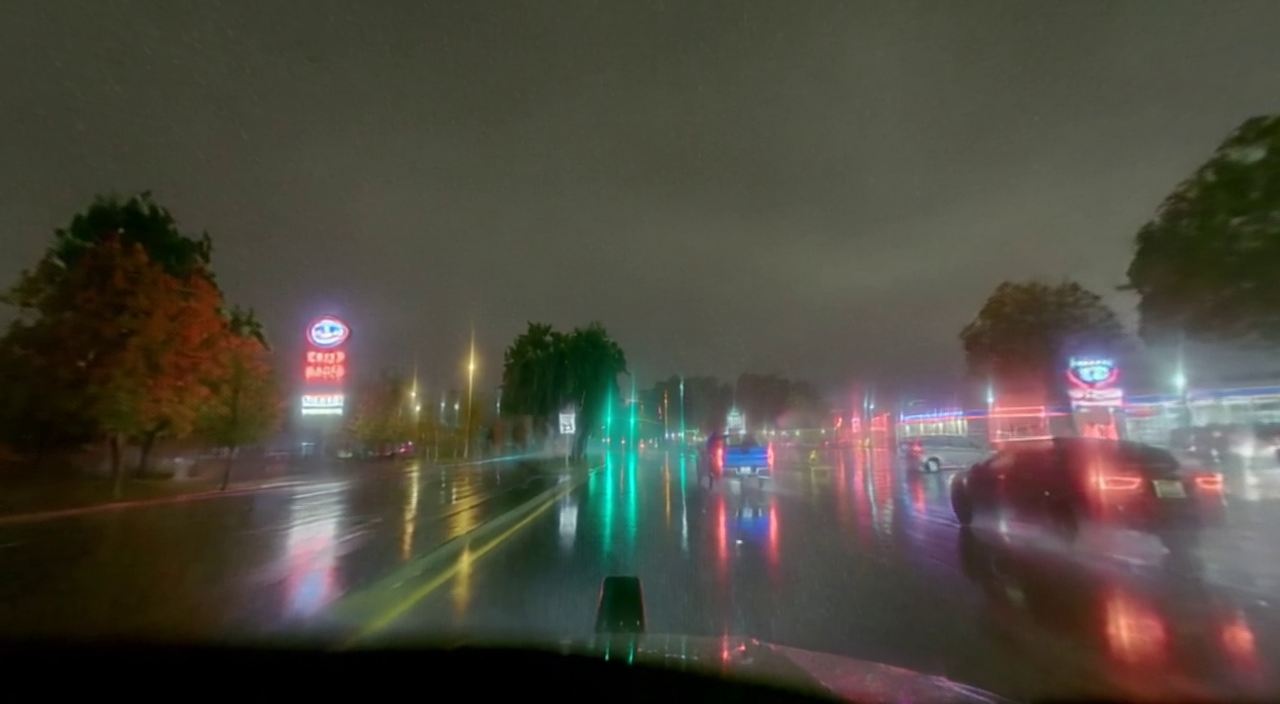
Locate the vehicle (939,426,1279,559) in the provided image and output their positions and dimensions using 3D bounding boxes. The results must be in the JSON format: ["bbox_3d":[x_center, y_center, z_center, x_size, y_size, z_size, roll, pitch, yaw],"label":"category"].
[{"bbox_3d":[6.508,1.913,9.344,1.986,1.480,4.296,0,-8,-1],"label":"vehicle"}]

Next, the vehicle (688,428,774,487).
[{"bbox_3d":[2.958,3.584,21.764,2.214,1.749,4.998,0,-8,0],"label":"vehicle"}]

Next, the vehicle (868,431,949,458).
[{"bbox_3d":[17.525,6.064,41.434,4.345,1.707,2.046,0,-8,-3],"label":"vehicle"}]
